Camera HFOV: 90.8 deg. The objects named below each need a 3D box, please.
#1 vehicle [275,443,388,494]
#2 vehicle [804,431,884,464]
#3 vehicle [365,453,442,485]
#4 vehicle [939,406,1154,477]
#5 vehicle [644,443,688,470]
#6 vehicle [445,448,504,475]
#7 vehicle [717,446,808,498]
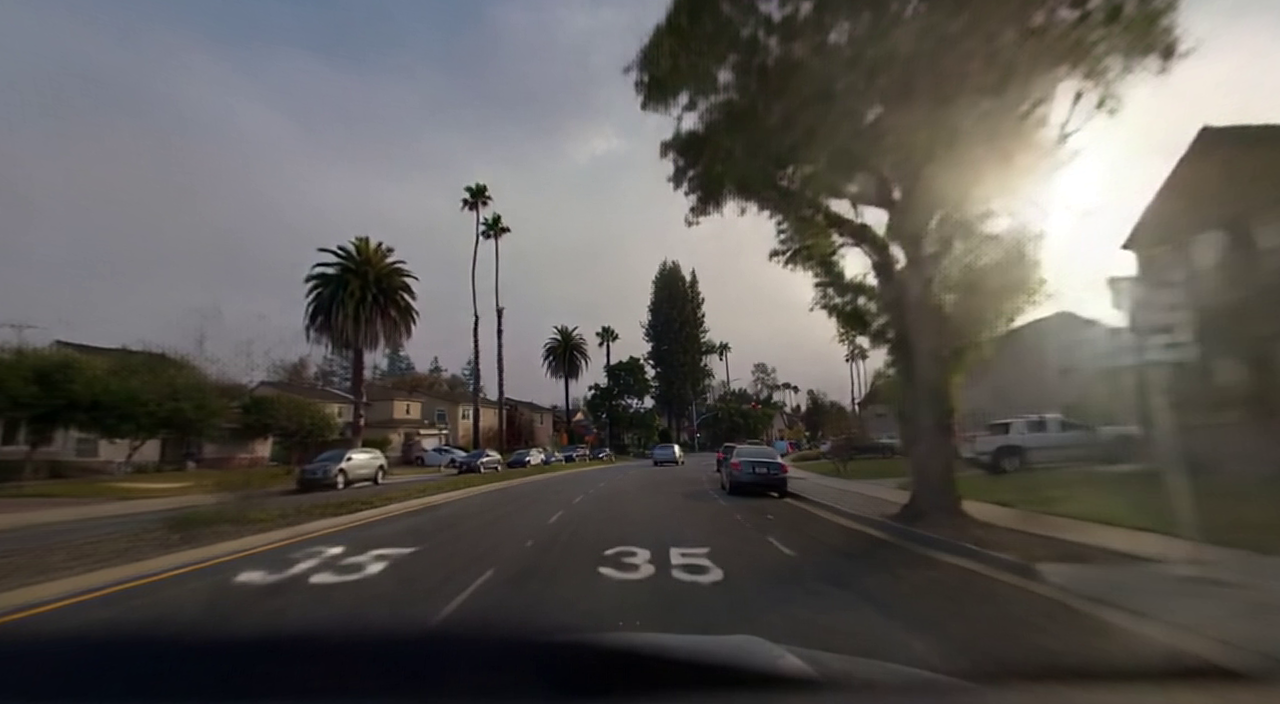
[{"bbox_3d":[-13.194,5.008,27.475,2.131,1.902,4.924,-3,-9,5],"label":"vehicle"},{"bbox_3d":[12.832,6.081,40.001,4.557,1.795,1.986,-5,-10,16],"label":"vehicle"},{"bbox_3d":[-12.540,6.190,33.793,1.866,1.501,4.681,-1,-9,7],"label":"vehicle"},{"bbox_3d":[13.087,2.979,20.861,5.550,2.066,2.288,-5,-10,29],"label":"vehicle"},{"bbox_3d":[1.640,6.281,38.143,2.035,1.474,4.284,-2,-9,11],"label":"vehicle"},{"bbox_3d":[-11.231,7.461,43.240,1.967,1.736,4.730,-2,-9,11],"label":"vehicle"},{"bbox_3d":[3.662,3.661,19.766,2.037,1.425,4.621,0,-9,1],"label":"vehicle"}]
